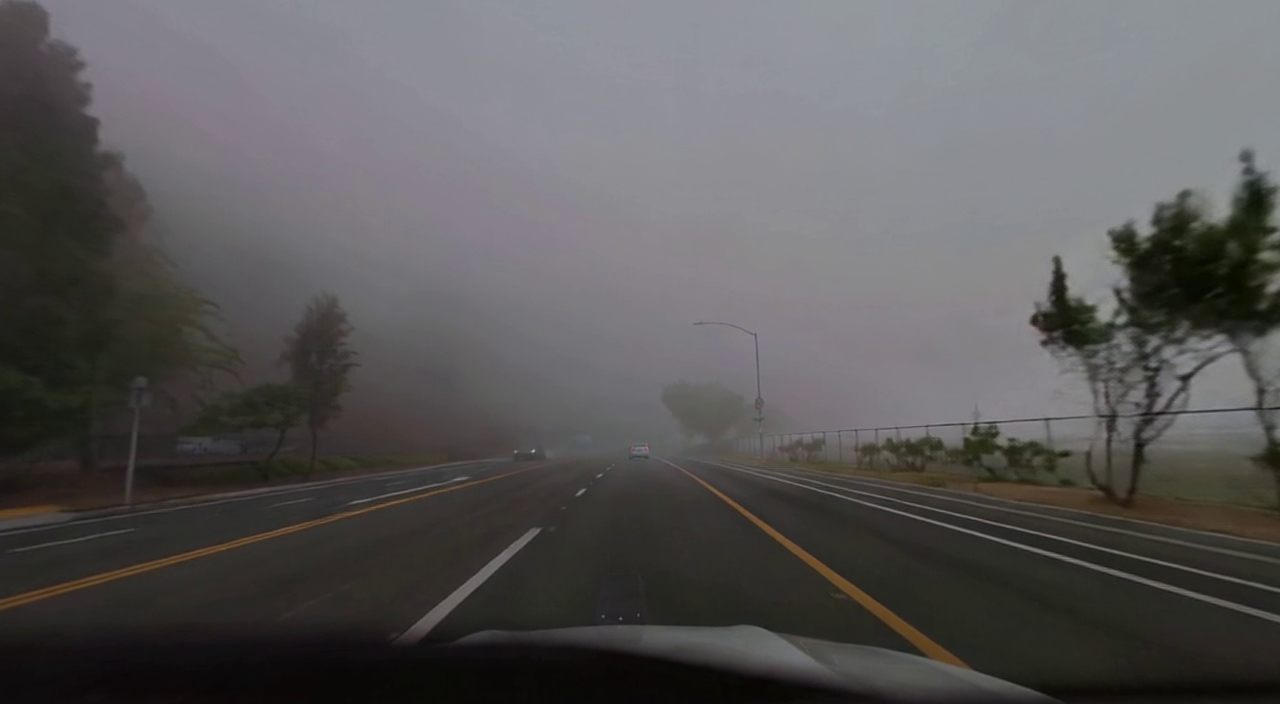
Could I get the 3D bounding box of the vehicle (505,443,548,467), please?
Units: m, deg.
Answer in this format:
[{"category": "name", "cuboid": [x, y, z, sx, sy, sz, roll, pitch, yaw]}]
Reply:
[{"category": "vehicle", "cuboid": [-7.689, 7.010, 43.248, 2.055, 1.478, 4.843, 0, -8, 0]}]
